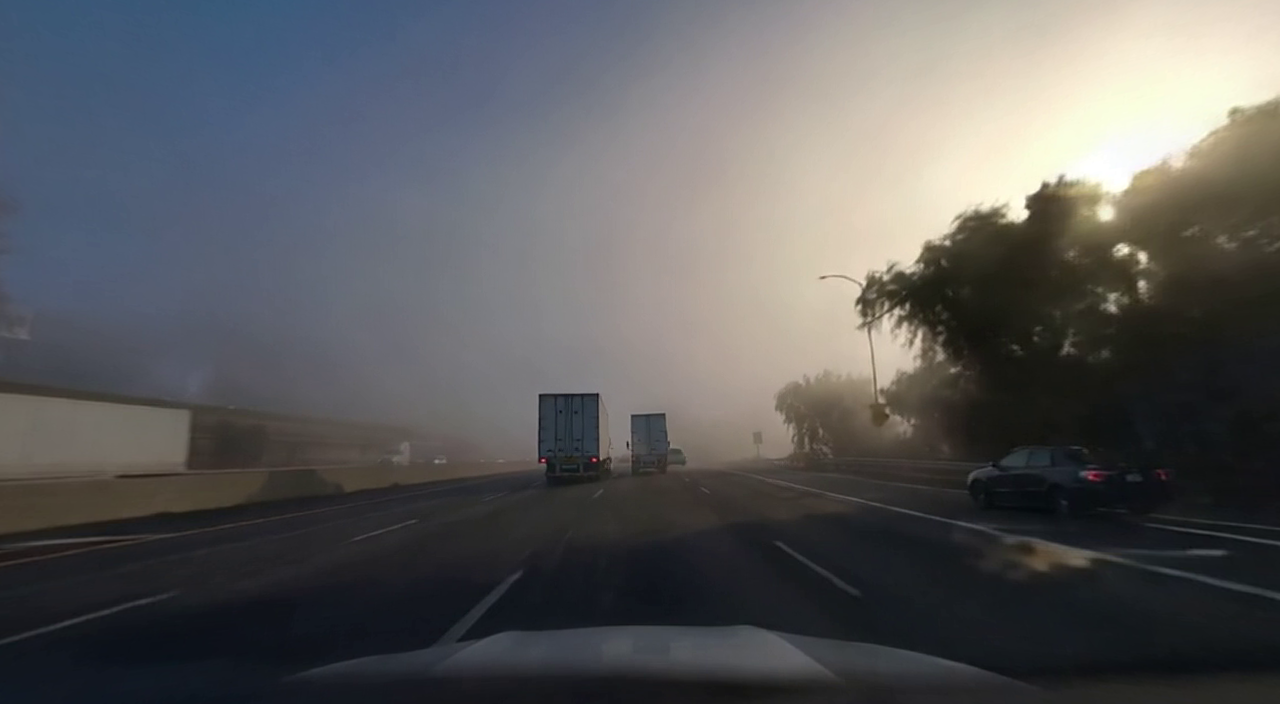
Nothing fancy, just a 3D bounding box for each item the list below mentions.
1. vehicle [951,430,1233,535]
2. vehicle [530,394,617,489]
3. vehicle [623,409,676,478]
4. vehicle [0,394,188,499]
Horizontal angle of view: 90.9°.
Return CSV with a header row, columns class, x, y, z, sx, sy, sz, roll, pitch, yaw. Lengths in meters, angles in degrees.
class,x,y,z,sx,sy,sz,roll,pitch,yaw
vehicle,8.010,2.313,11.871,1.969,1.560,4.394,0,-8,-1
vehicle,-2.980,4.565,32.170,2.962,3.947,11.574,-1,-8,1
vehicle,0.593,6.196,42.564,3.054,3.944,11.230,-1,-8,0
vehicle,-25.581,3.773,25.094,2.895,3.951,16.404,-1,-8,1
